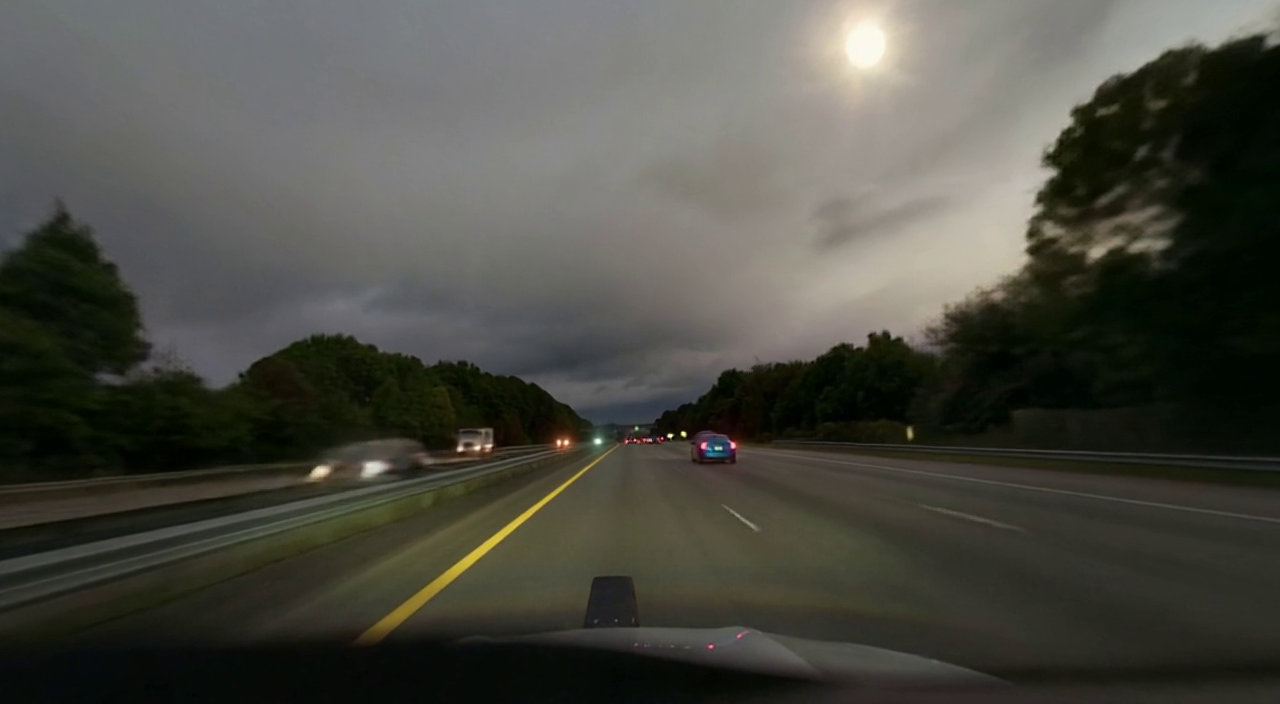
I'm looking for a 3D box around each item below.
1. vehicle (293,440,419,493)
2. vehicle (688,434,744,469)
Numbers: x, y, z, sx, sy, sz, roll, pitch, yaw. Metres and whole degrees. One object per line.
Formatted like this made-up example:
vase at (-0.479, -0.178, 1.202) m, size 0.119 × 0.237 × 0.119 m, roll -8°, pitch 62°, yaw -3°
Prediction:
vehicle at (-9.137, 3.677, 20.836) m, size 1.972 × 1.497 × 4.856 m, roll 0°, pitch -8°, yaw -1°
vehicle at (3.555, 4.700, 30.098) m, size 2.017 × 1.502 × 4.369 m, roll 0°, pitch -8°, yaw -2°
